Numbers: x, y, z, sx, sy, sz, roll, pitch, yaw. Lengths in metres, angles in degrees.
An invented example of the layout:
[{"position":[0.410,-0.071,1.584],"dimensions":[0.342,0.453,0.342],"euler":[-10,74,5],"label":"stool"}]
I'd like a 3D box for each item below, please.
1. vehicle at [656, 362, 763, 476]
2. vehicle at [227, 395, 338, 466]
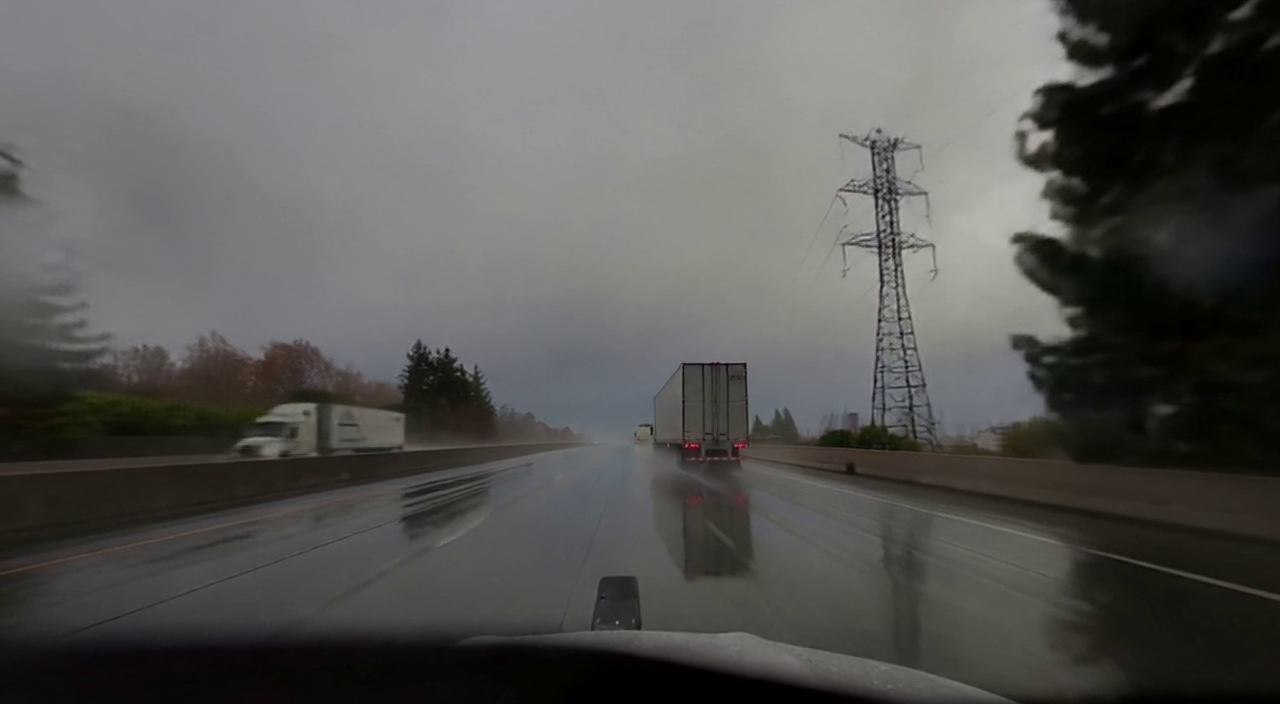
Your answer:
[{"position":[2.680,3.344,29.780],"dimensions":[2.905,4.080,14.157],"euler":[0,-8,-2],"label":"vehicle"},{"position":[-20.727,4.664,37.058],"dimensions":[2.819,3.648,6.453],"euler":[-3,-8,-1],"label":"vehicle"}]
